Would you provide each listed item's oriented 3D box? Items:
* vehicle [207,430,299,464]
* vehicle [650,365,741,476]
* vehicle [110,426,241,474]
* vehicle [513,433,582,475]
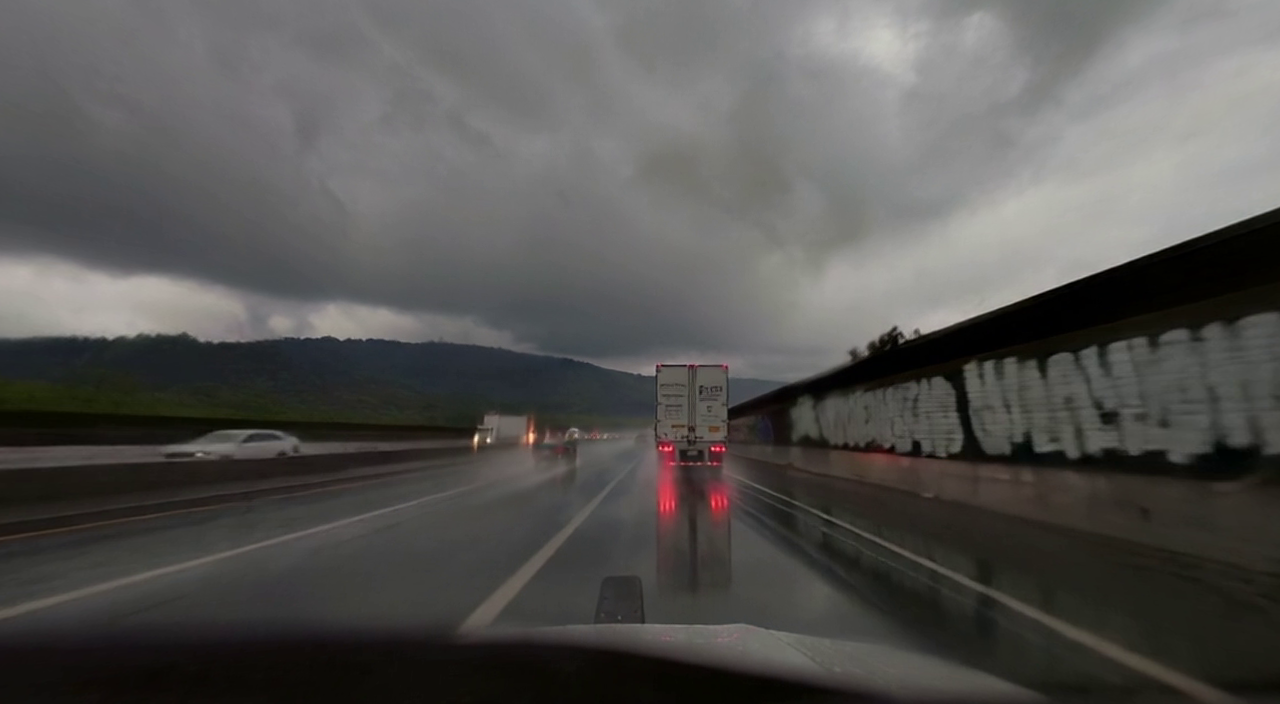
[{"bbox_3d":[-17.382,4.264,28.513,1.751,1.411,3.738,0,-8,0],"label":"vehicle"},{"bbox_3d":[1.967,3.035,26.819,2.921,3.765,10.773,0,-8,0],"label":"vehicle"},{"bbox_3d":[-13.839,2.915,19.021,1.451,1.315,3.210,0,-8,1],"label":"vehicle"},{"bbox_3d":[-3.668,4.111,25.797,1.982,1.535,4.519,0,-8,2],"label":"vehicle"}]
